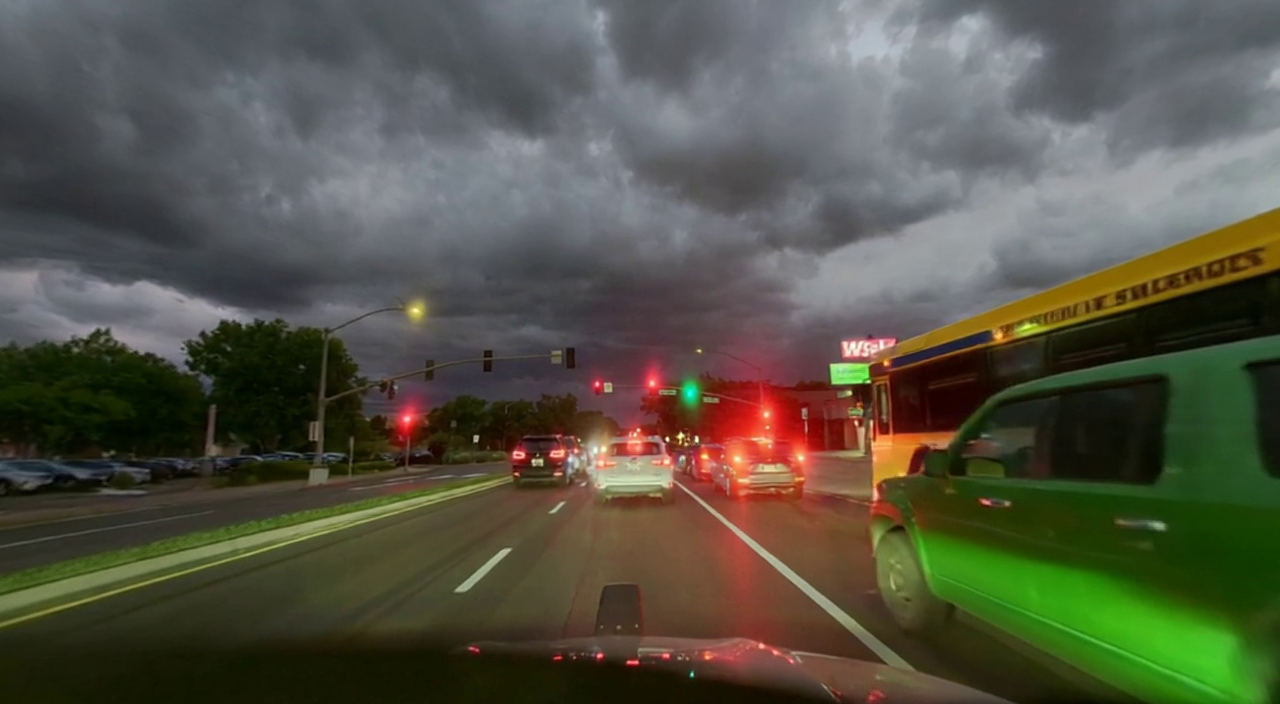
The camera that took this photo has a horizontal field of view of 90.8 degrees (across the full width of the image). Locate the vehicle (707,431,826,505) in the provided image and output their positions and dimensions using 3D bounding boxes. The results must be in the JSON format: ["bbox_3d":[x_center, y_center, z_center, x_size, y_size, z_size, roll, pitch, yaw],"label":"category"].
[{"bbox_3d":[2.858,2.736,15.315,1.922,1.508,4.330,0,-8,-1],"label":"vehicle"}]

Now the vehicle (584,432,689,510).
[{"bbox_3d":[-0.082,2.629,14.393,2.071,1.525,3.723,0,-8,-1],"label":"vehicle"}]

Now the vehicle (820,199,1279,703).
[{"bbox_3d":[3.020,0.740,3.034,2.490,1.951,5.931,0,-8,-1],"label":"vehicle"}]

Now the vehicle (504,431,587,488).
[{"bbox_3d":[-3.102,3.647,21.744,2.180,1.708,4.397,0,-8,0],"label":"vehicle"}]

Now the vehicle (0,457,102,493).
[{"bbox_3d":[-27.773,5.552,28.613,4.800,1.461,1.831,5,-10,-31],"label":"vehicle"}]
